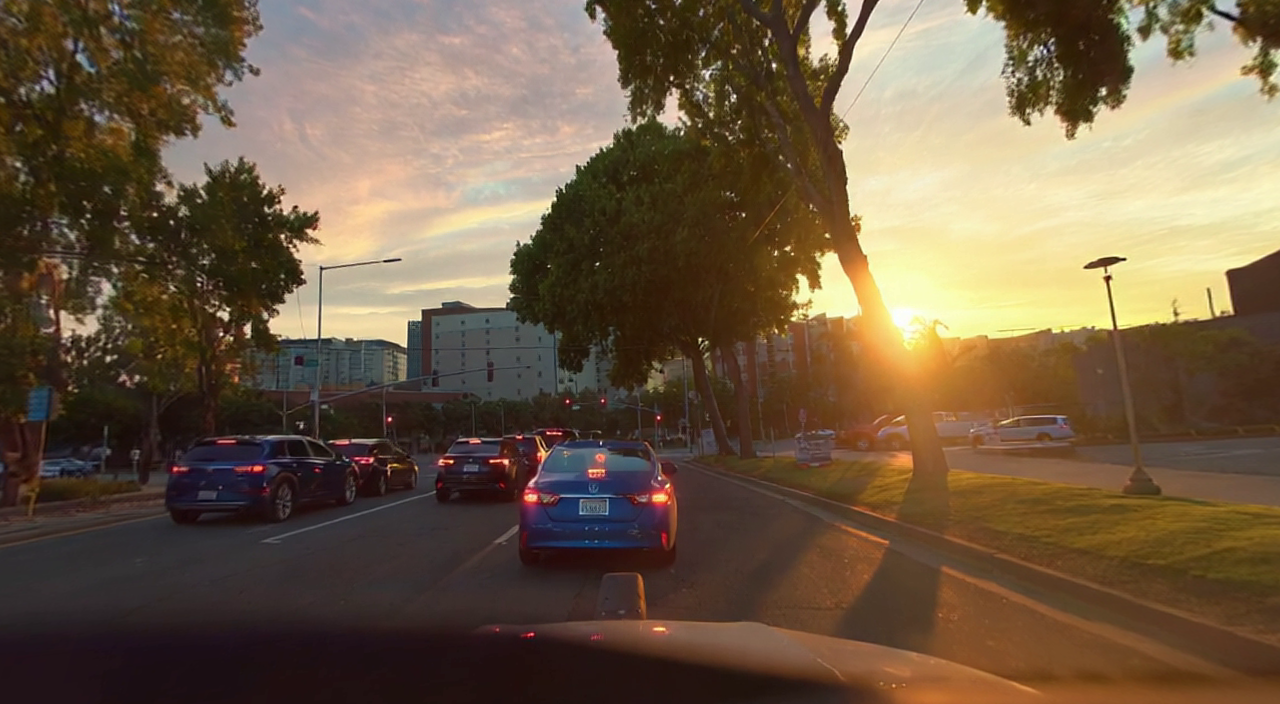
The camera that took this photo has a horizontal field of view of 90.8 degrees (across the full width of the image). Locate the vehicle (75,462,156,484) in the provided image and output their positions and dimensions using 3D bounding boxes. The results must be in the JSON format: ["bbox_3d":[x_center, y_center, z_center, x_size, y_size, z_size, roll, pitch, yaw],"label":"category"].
[{"bbox_3d":[-36.358,8.410,43.882,3.918,1.423,1.861,0,-9,-1],"label":"vehicle"}]

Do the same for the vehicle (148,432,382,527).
[{"bbox_3d":[-7.281,2.503,12.942,2.096,1.593,4.288,0,-9,1],"label":"vehicle"}]

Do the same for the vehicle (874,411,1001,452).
[{"bbox_3d":[13.938,3.781,29.829,4.975,1.809,1.956,0,-9,2],"label":"vehicle"}]

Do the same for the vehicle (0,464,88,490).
[{"bbox_3d":[-36.633,7.618,38.550,4.093,1.440,1.804,0,-9,0],"label":"vehicle"}]

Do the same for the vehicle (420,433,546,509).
[{"bbox_3d":[-3.624,2.821,15.382,1.969,1.570,4.019,0,-9,1],"label":"vehicle"}]

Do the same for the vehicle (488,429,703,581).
[{"bbox_3d":[-0.420,1.805,8.241,2.104,1.472,3.946,0,-9,0],"label":"vehicle"}]

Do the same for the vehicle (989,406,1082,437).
[{"bbox_3d":[28.048,4.982,45.076,5.333,1.880,2.130,-7,-9,29],"label":"vehicle"}]
